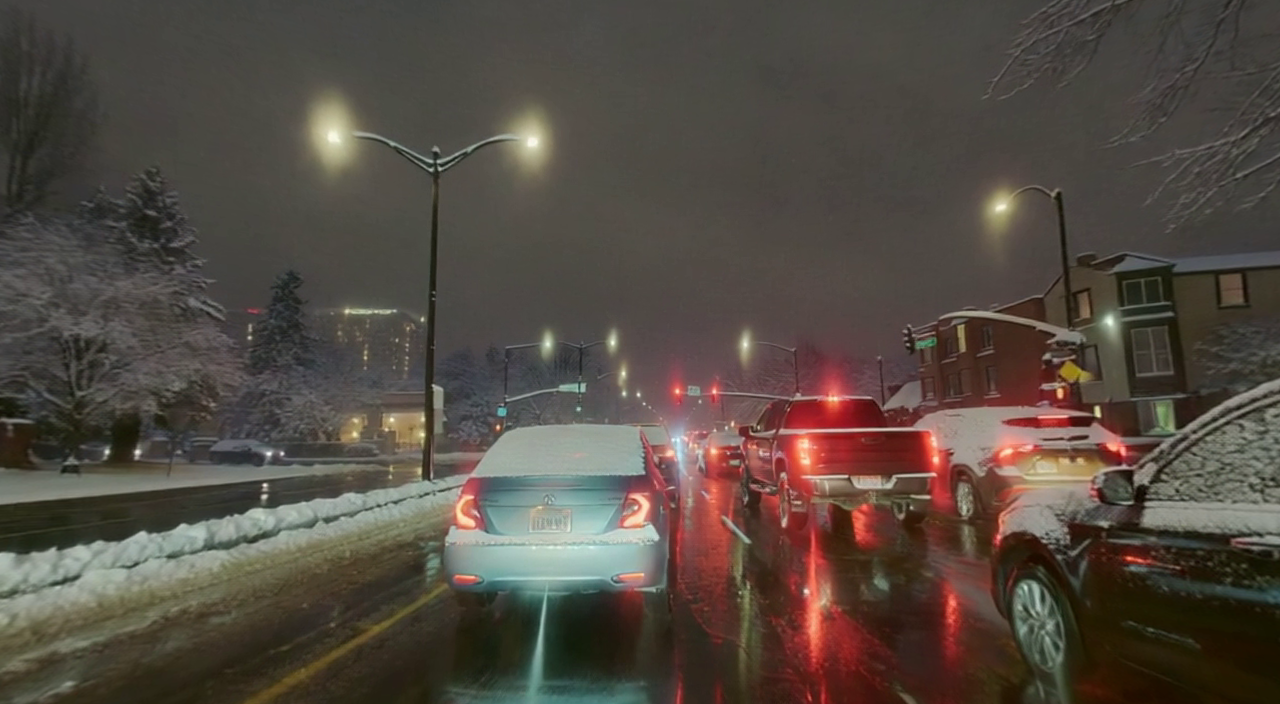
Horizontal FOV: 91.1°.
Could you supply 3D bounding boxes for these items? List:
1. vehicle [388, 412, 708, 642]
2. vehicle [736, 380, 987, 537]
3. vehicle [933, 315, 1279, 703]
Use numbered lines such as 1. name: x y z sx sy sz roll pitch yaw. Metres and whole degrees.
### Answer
1. vehicle: -0.570 1.502 6.446 2.172 1.536 4.250 0 -9 2
2. vehicle: 3.538 1.917 11.764 2.497 2.186 5.890 0 -9 0
3. vehicle: 3.162 0.764 2.215 2.024 1.723 4.714 0 -9 1
